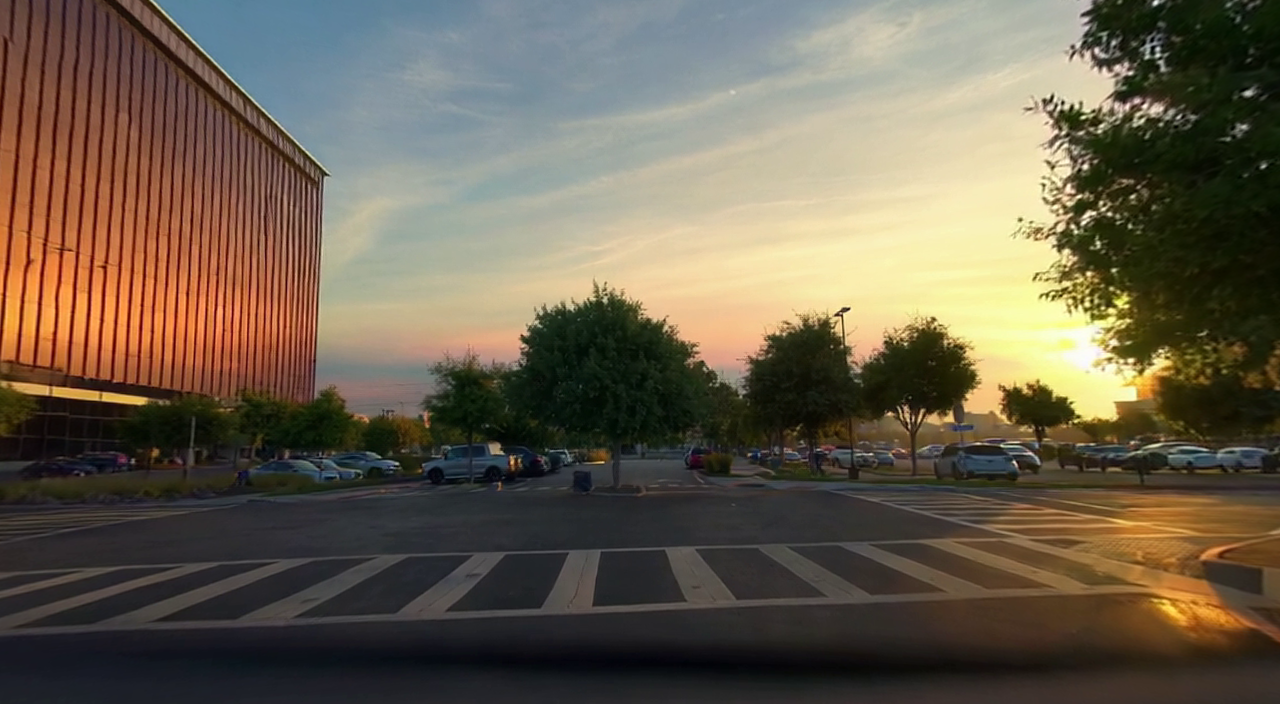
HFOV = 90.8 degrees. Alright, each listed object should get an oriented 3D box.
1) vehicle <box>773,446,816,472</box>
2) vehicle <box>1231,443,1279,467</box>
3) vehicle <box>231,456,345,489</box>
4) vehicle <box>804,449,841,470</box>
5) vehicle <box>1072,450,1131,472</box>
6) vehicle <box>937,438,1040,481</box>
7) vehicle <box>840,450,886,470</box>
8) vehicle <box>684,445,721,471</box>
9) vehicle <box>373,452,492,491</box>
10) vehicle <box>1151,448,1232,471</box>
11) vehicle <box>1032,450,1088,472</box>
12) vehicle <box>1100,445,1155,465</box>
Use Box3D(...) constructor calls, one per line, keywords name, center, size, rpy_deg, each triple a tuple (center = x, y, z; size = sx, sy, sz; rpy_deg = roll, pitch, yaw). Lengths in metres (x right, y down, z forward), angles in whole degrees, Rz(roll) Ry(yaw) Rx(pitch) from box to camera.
Box3D(name="vehicle", center=(10.531, 7.284, 43.351), size=(1.936, 1.673, 4.305), rpy_deg=(0, -8, 1))
Box3D(name="vehicle", center=(43.045, 6.946, 42.746), size=(1.758, 1.572, 4.421), rpy_deg=(0, -8, 0))
Box3D(name="vehicle", center=(-16.658, 5.692, 30.029), size=(4.331, 1.437, 1.876), rpy_deg=(0, -8, 3))
Box3D(name="vehicle", center=(14.159, 8.355, 49.310), size=(1.935, 1.477, 3.719), rpy_deg=(0, -8, 3))
Box3D(name="vehicle", center=(31.311, 7.396, 42.977), size=(1.519, 1.371, 3.278), rpy_deg=(0, -8, 0))
Box3D(name="vehicle", center=(16.470, 5.079, 30.197), size=(2.048, 1.852, 4.998), rpy_deg=(0, -8, 0))
Box3D(name="vehicle", center=(17.102, 8.273, 48.650), size=(1.971, 1.478, 4.477), rpy_deg=(0, -8, 1))
Box3D(name="vehicle", center=(4.588, 7.796, 46.921), size=(2.262, 1.794, 5.331), rpy_deg=(0, -8, 1))
Box3D(name="vehicle", center=(-8.703, 4.964, 26.575), size=(4.442, 1.504, 1.809), rpy_deg=(4, -10, -28))
Box3D(name="vehicle", center=(36.999, 7.231, 42.531), size=(1.678, 1.423, 4.191), rpy_deg=(0, -9, 1))
Box3D(name="vehicle", center=(28.333, 7.344, 42.717), size=(1.495, 1.371, 3.336), rpy_deg=(-1, -9, 0))
Box3D(name="vehicle", center=(37.030, 7.820, 48.055), size=(1.545, 1.398, 3.431), rpy_deg=(0, -9, 3))
